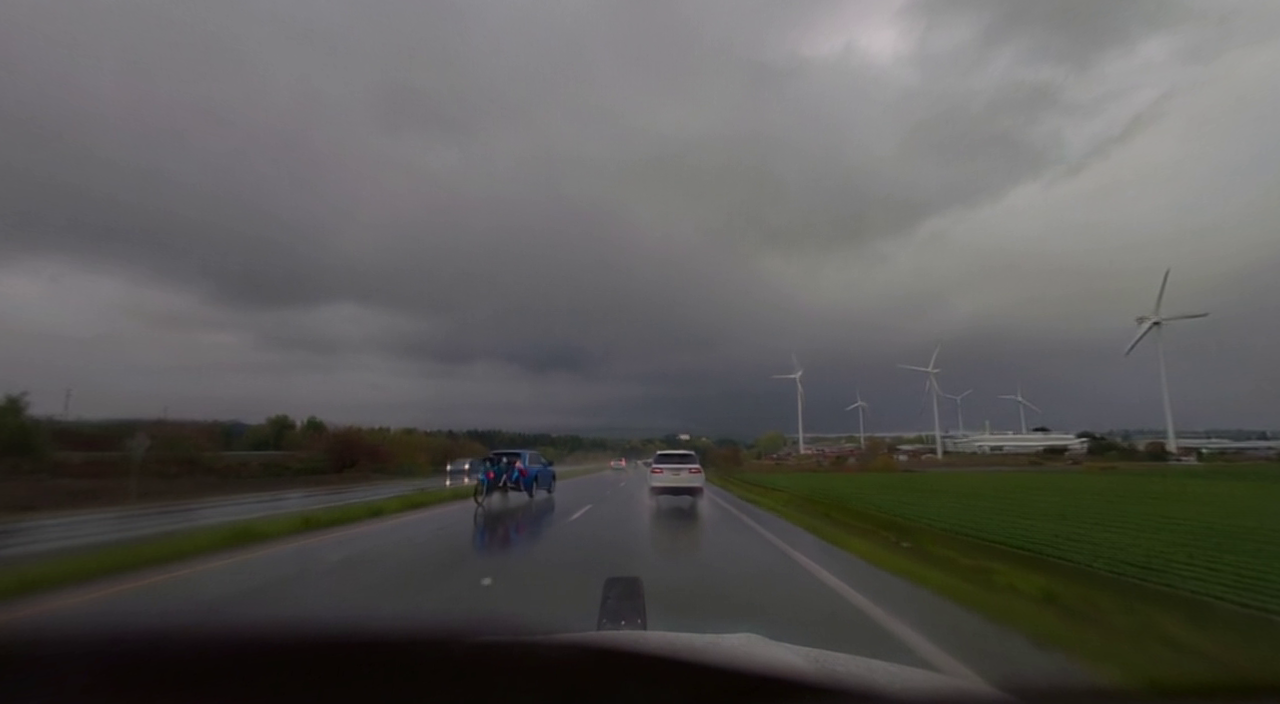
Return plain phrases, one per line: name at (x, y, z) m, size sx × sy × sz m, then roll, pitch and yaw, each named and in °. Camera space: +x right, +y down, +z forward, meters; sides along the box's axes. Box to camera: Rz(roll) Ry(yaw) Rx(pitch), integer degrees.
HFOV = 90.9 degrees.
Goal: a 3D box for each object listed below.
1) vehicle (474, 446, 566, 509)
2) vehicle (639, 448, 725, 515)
vehicle at (-3.530, 3.770, 19.317) m, size 1.962 × 1.681 × 4.033 m, roll 0°, pitch -9°, yaw 1°
vehicle at (1.034, 3.439, 17.243) m, size 2.063 × 1.582 × 3.955 m, roll 0°, pitch -9°, yaw 0°
